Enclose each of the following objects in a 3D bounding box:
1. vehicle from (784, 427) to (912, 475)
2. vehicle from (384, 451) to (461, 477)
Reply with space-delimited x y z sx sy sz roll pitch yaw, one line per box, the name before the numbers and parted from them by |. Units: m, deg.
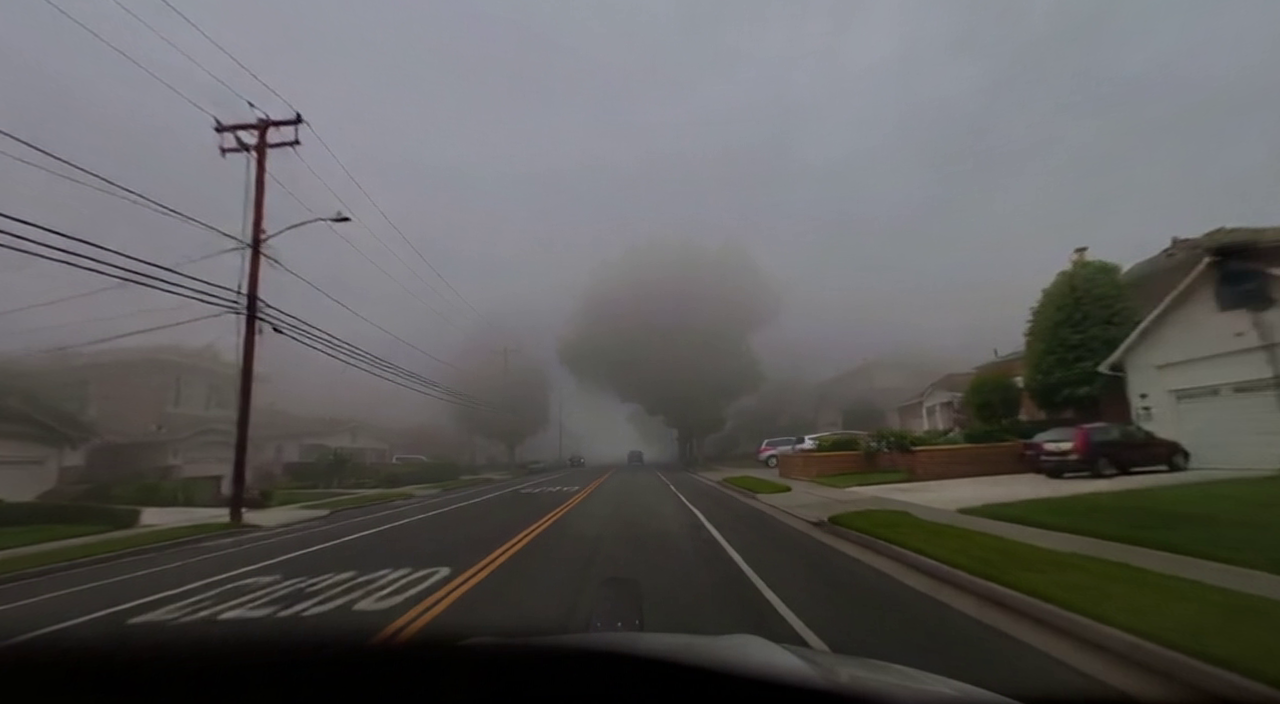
vehicle | 8.863 4.276 27.296 4.747 1.942 2.158 0 -9 1
vehicle | -14.961 7.715 43.693 4.501 1.689 2.106 0 -9 1
